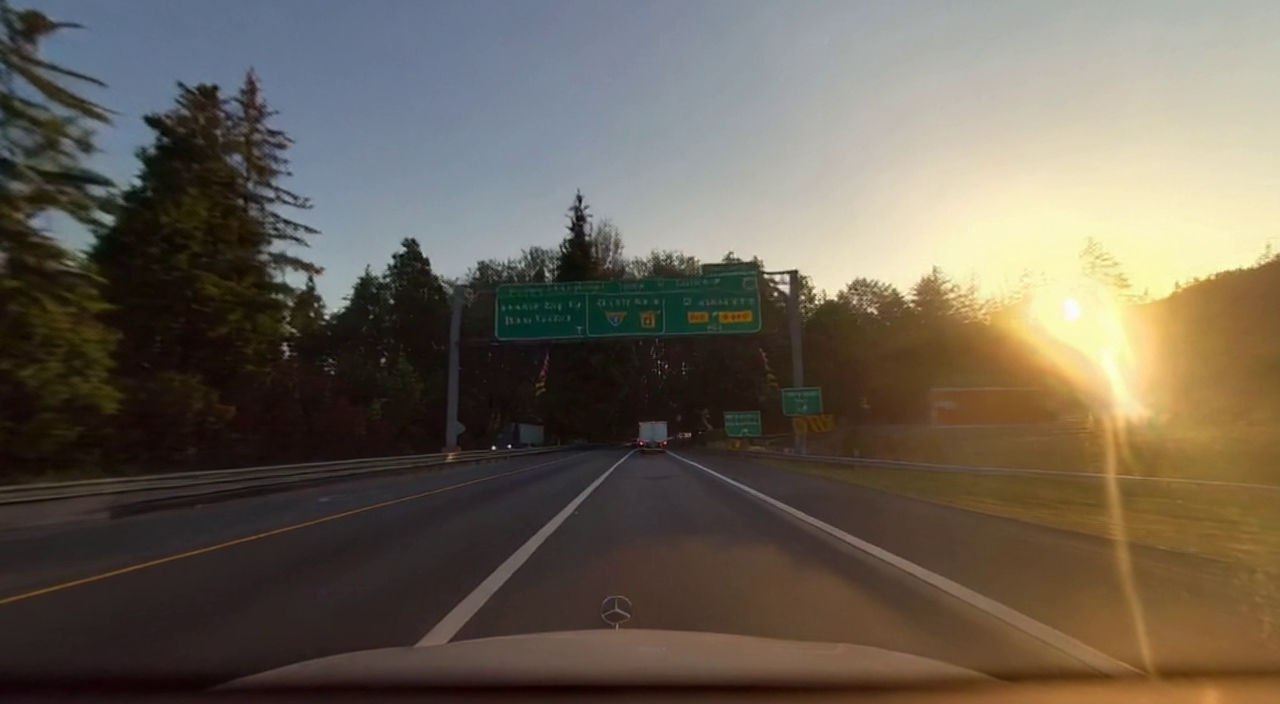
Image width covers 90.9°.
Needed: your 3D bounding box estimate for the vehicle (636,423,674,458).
[{"bbox_3d":[0.965,6.376,45.689,2.495,2.327,5.800,0,-8,-1],"label":"vehicle"}]
